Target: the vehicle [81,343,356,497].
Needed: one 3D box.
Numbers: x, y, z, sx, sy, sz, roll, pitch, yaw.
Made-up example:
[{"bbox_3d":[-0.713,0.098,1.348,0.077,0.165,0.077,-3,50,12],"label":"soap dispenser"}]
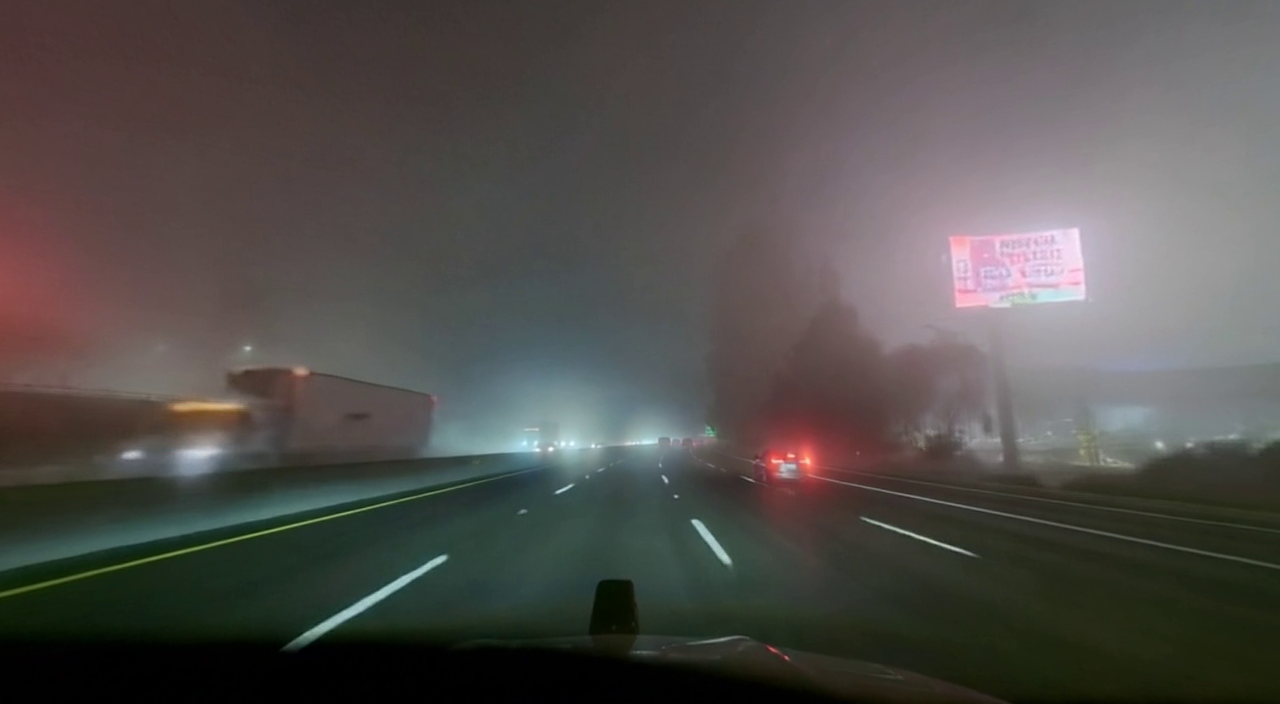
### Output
[{"bbox_3d":[-12.630,2.329,20.342,3.010,3.944,8.280,0,-9,0],"label":"vehicle"}]
